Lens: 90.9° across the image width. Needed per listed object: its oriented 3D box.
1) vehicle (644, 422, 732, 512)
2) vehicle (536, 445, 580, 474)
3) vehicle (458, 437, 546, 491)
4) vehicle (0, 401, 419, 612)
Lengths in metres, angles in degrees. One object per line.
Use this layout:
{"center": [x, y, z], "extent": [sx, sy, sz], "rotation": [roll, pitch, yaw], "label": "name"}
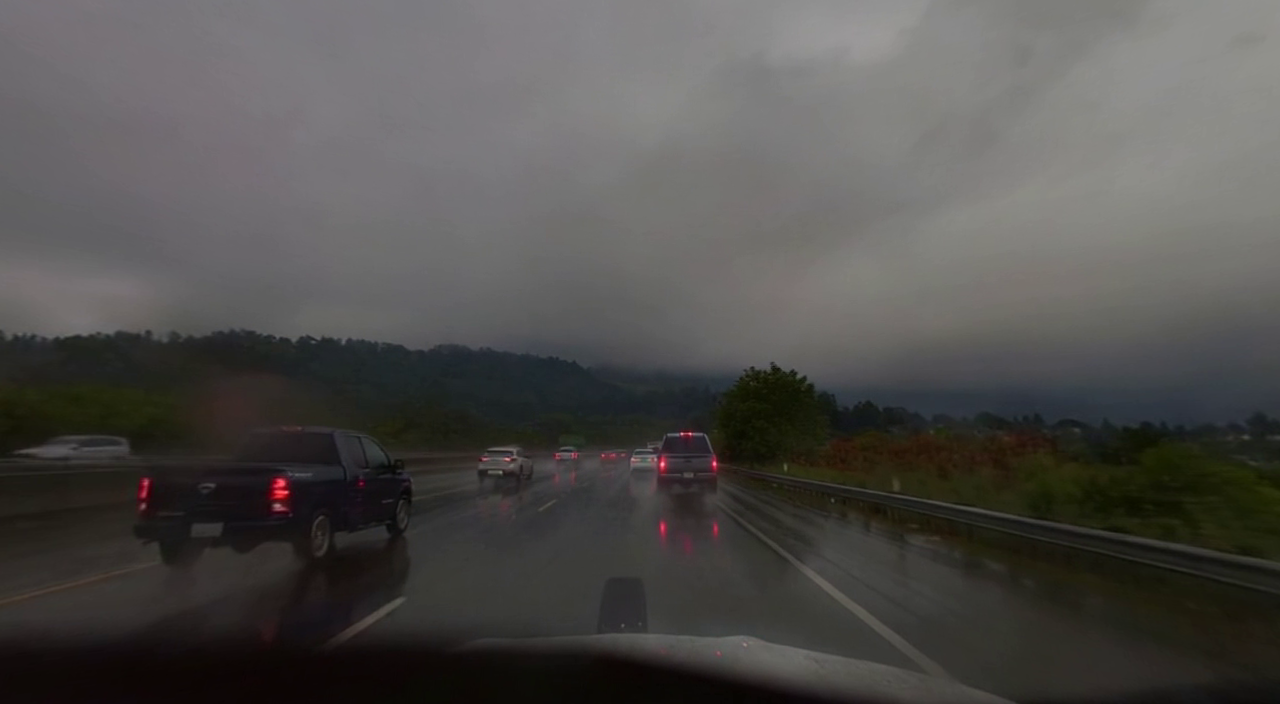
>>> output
{"center": [1.041, 2.771, 15.584], "extent": [1.825, 1.920, 3.960], "rotation": [0, -9, 0], "label": "vehicle"}
{"center": [-4.443, 5.861, 34.573], "extent": [1.867, 1.489, 3.829], "rotation": [0, -9, 1], "label": "vehicle"}
{"center": [-4.578, 3.767, 21.528], "extent": [1.934, 1.642, 4.201], "rotation": [0, -9, 2], "label": "vehicle"}
{"center": [-4.228, 1.514, 7.009], "extent": [2.034, 1.642, 3.969], "rotation": [0, -9, 1], "label": "vehicle"}
